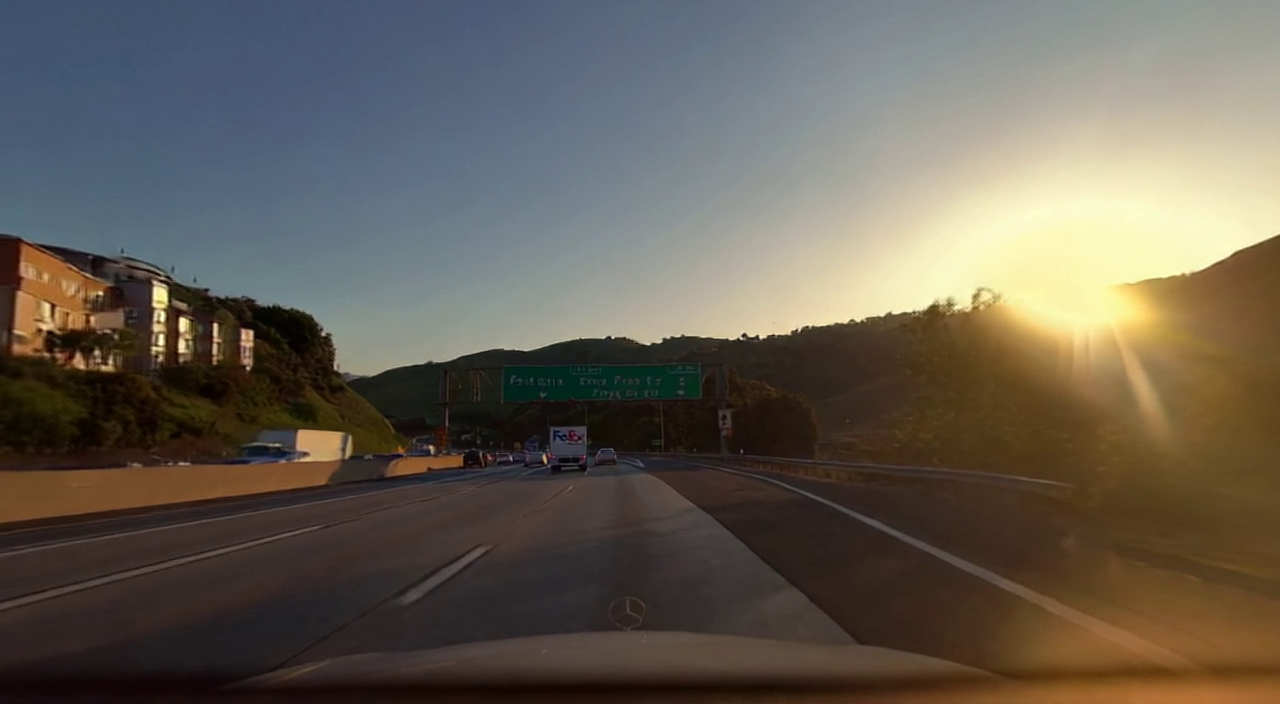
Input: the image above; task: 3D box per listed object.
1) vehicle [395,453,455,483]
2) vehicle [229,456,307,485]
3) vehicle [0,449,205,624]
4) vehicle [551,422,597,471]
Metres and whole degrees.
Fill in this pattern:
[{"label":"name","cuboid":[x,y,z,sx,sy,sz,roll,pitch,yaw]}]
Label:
[{"label":"vehicle","cuboid":[-11.922,6.434,35.252,1.879,1.431,4.425,0,-8,-1]},{"label":"vehicle","cuboid":[-21.443,6.818,36.601,1.813,1.448,4.578,0,-8,-1]},{"label":"vehicle","cuboid":[-7.747,2.015,7.153,2.294,1.710,4.436,1,-8,2]},{"label":"vehicle","cuboid":[-4.793,7.038,46.883,2.798,3.212,7.573,2,-8,-2]}]
